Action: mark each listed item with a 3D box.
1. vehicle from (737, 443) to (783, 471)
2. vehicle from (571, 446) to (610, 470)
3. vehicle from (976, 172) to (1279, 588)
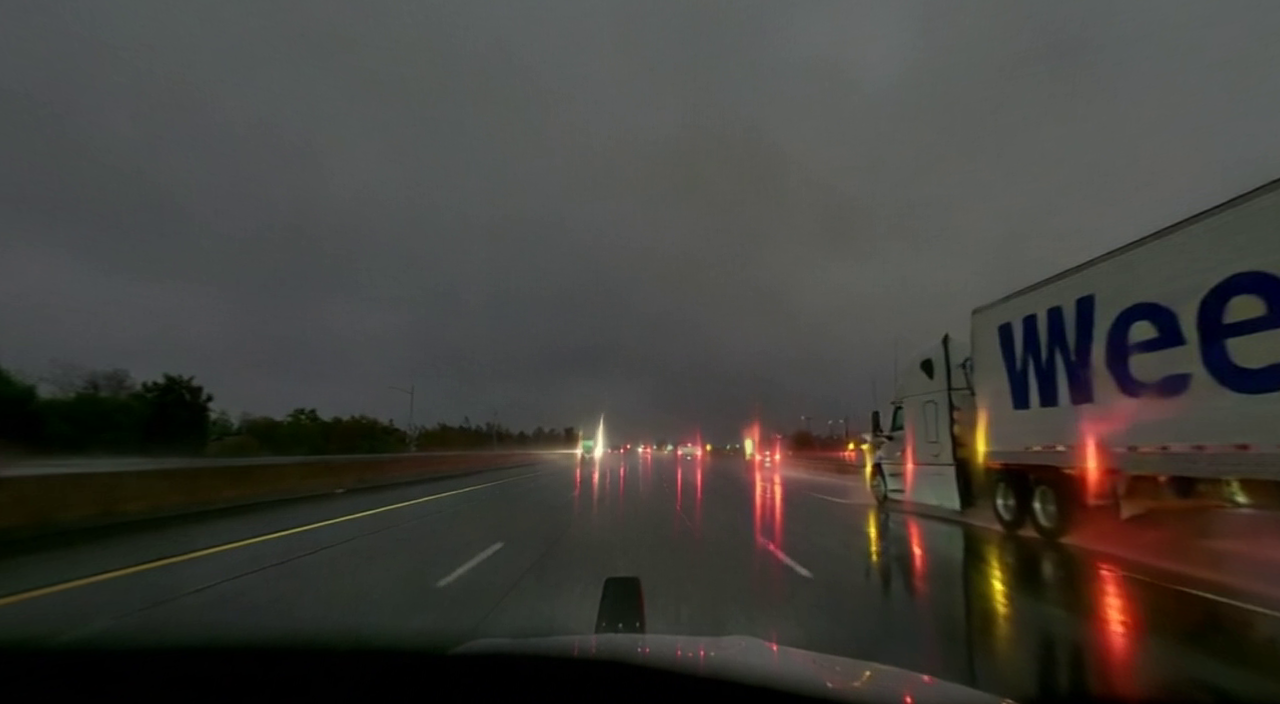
[{"bbox_3d":[7.814,6.879,41.421,2.188,1.727,4.381,0,-9,1],"label":"vehicle"},{"bbox_3d":[-3.329,7.231,43.142,2.164,1.507,4.748,0,-9,2],"label":"vehicle"},{"bbox_3d":[7.897,-0.057,4.126,2.912,4.143,15.538,0,-9,0],"label":"vehicle"}]
